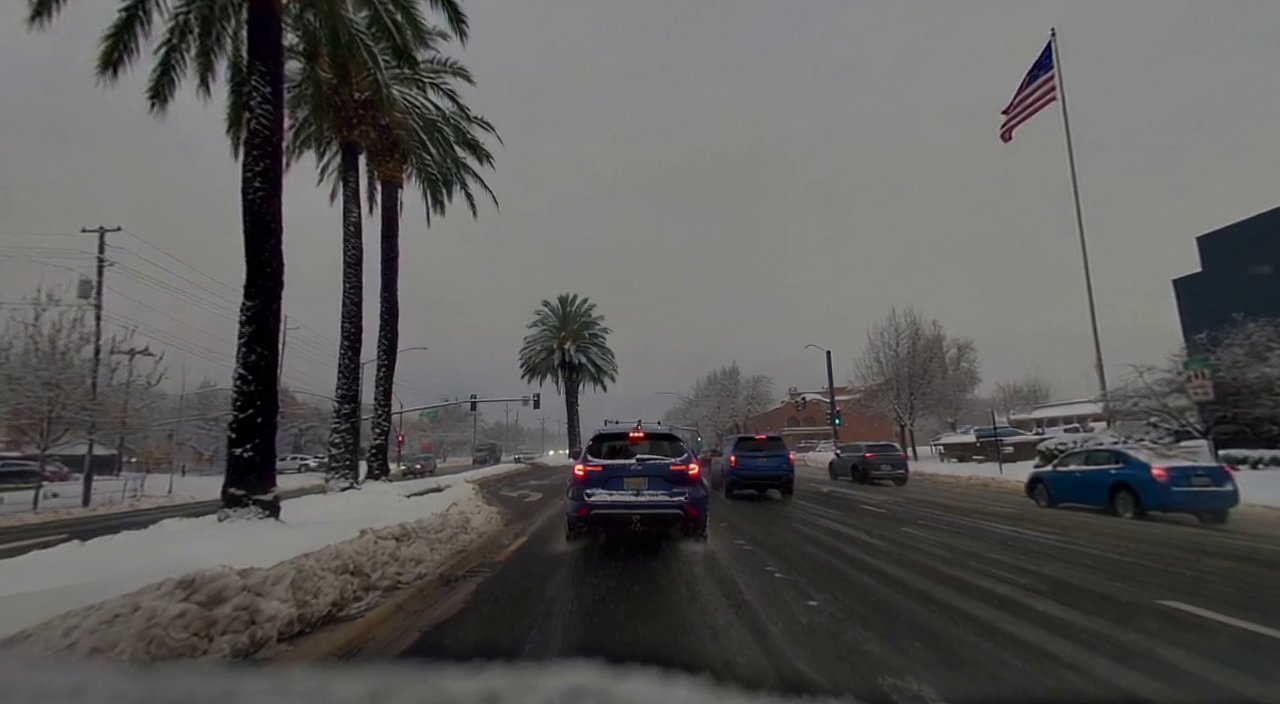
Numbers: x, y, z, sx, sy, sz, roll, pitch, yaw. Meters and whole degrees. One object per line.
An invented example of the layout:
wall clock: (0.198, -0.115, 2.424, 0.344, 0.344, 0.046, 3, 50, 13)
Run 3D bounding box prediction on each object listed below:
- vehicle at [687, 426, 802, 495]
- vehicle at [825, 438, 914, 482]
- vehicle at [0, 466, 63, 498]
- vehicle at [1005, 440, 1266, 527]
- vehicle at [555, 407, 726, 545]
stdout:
vehicle: (3.312, 3.658, 21.747, 2.773, 2.021, 6.212, 0, -9, -1)
vehicle: (10.071, 4.763, 28.196, 2.155, 1.779, 4.582, 0, -9, -1)
vehicle: (-45.824, 9.270, 45.233, 6.410, 2.078, 2.584, 0, -9, 0)
vehicle: (9.850, 2.604, 13.135, 1.967, 1.485, 4.267, 0, -9, 1)
vehicle: (-0.032, 2.088, 11.257, 2.402, 1.938, 4.535, 0, -9, -1)
